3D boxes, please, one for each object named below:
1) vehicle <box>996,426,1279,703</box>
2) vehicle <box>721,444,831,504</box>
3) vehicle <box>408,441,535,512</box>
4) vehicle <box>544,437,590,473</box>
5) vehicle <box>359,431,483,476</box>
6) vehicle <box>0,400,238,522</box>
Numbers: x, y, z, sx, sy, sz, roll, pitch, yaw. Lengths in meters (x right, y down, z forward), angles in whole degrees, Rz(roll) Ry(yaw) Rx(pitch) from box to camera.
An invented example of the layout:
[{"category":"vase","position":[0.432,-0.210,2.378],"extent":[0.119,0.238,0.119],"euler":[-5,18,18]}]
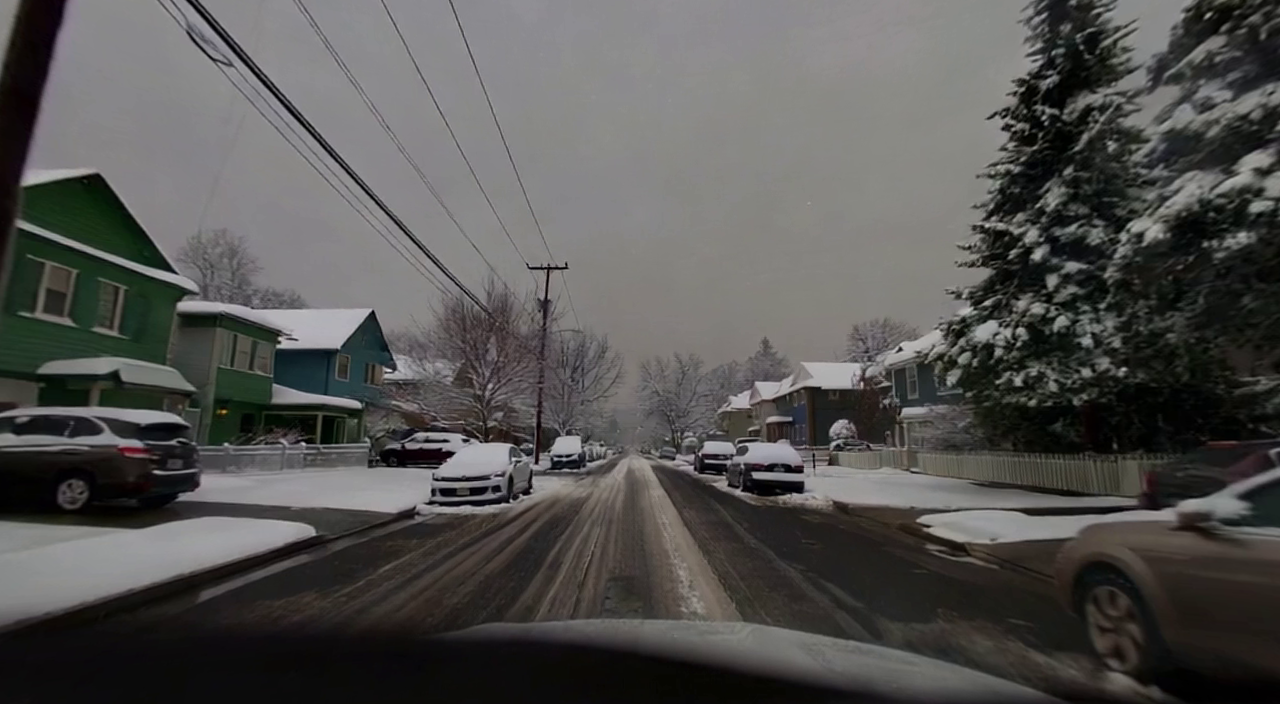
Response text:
[{"category":"vehicle","position":[3.724,1.070,2.693],"extent":[1.975,1.496,4.042],"euler":[0,-8,-1]},{"category":"vehicle","position":[3.657,3.349,17.961],"extent":[1.862,1.452,4.737],"euler":[0,-8,-3]},{"category":"vehicle","position":[-3.873,2.935,15.445],"extent":[1.971,1.460,4.523],"euler":[0,-8,-2]},{"category":"vehicle","position":[-4.107,5.883,36.168],"extent":[2.057,1.887,5.053],"euler":[0,-8,0]},{"category":"vehicle","position":[-9.165,4.277,26.779],"extent":[4.469,1.816,2.022],"euler":[0,-8,-1]},{"category":"vehicle","position":[-8.932,1.663,9.809],"extent":[3.993,1.686,1.947],"euler":[0,-8,1]}]
